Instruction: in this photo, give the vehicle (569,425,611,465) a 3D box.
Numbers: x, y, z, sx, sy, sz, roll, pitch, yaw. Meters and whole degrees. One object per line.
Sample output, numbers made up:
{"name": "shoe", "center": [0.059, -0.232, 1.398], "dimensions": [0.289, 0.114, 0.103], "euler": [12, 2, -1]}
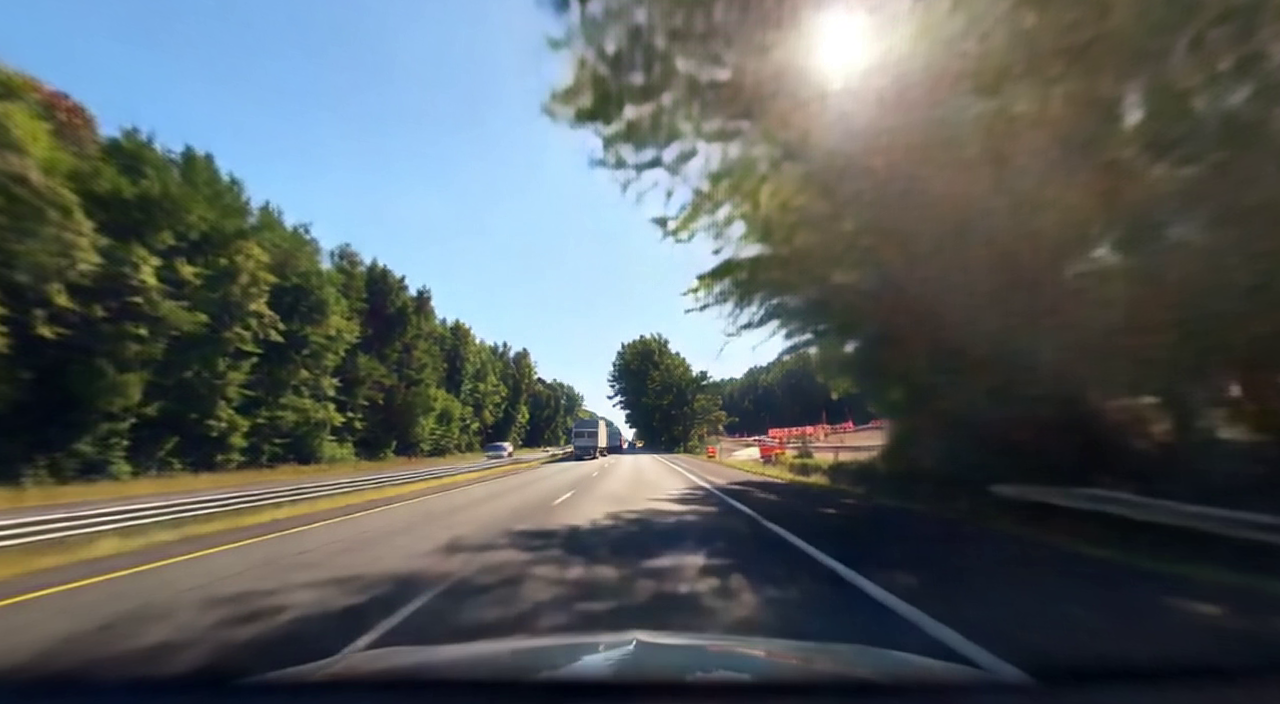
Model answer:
{"name": "vehicle", "center": [-3.470, 6.642, 44.942], "dimensions": [2.484, 2.625, 5.907], "euler": [0, -8, 0]}
